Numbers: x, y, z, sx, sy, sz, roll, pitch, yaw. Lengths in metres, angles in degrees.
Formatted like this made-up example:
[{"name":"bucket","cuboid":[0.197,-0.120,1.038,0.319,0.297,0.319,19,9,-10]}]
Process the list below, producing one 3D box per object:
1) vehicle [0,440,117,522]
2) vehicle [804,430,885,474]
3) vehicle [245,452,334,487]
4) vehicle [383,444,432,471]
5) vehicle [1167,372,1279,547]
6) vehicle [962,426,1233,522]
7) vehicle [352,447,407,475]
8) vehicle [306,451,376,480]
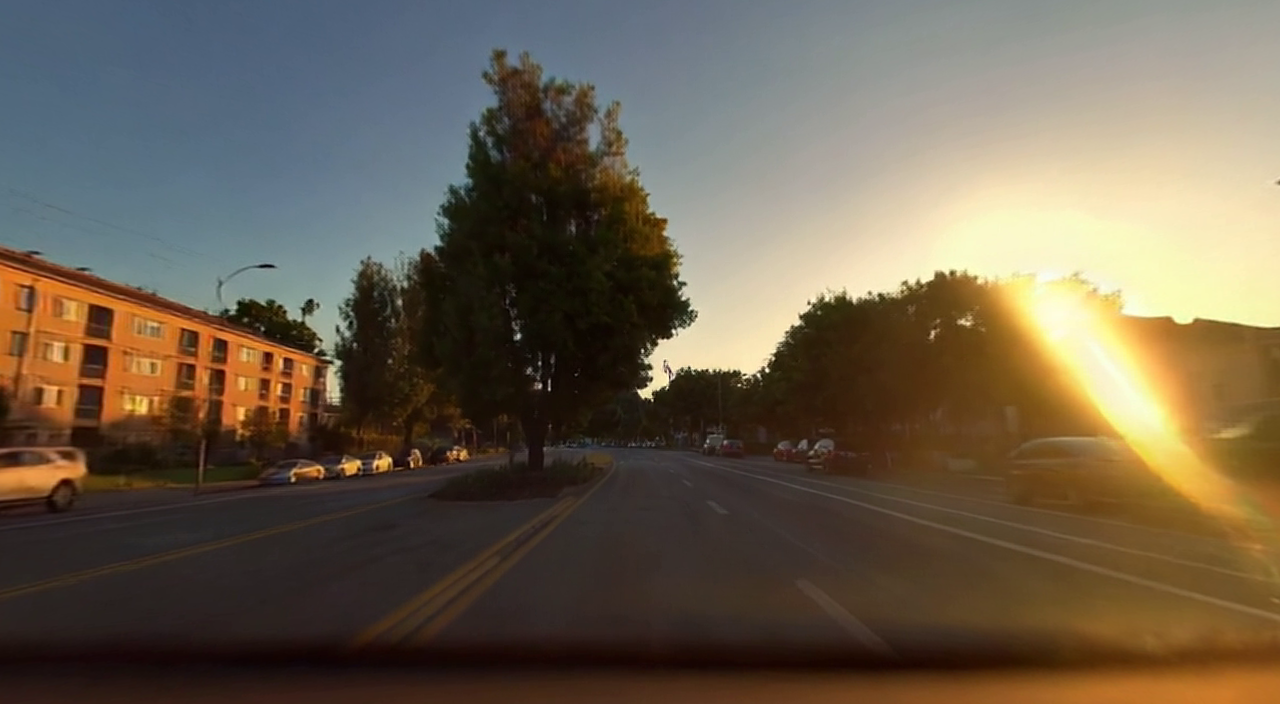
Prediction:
[{"name":"vehicle","cuboid":[-17.107,3.453,17.015,2.046,1.945,4.688,-1,-7,-2]},{"name":"vehicle","cuboid":[9.995,4.949,31.303,2.091,1.962,5.091,1,-9,-2]},{"name":"vehicle","cuboid":[-17.020,5.706,30.884,1.891,1.474,4.437,-1,-8,-2]},{"name":"vehicle","cuboid":[-17.519,7.946,47.740,2.099,1.917,4.720,0,-8,-3]},{"name":"vehicle","cuboid":[9.732,1.284,7.413,2.152,2.333,5.515,0,-8,-1]},{"name":"vehicle","cuboid":[9.847,2.660,14.383,2.159,1.734,5.384,0,-9,0]},{"name":"vehicle","cuboid":[-17.163,7.188,41.830,1.859,1.694,4.638,-1,-8,-3]},{"name":"vehicle","cuboid":[-16.996,6.456,36.081,1.807,1.466,4.693,-1,-8,-2]}]
